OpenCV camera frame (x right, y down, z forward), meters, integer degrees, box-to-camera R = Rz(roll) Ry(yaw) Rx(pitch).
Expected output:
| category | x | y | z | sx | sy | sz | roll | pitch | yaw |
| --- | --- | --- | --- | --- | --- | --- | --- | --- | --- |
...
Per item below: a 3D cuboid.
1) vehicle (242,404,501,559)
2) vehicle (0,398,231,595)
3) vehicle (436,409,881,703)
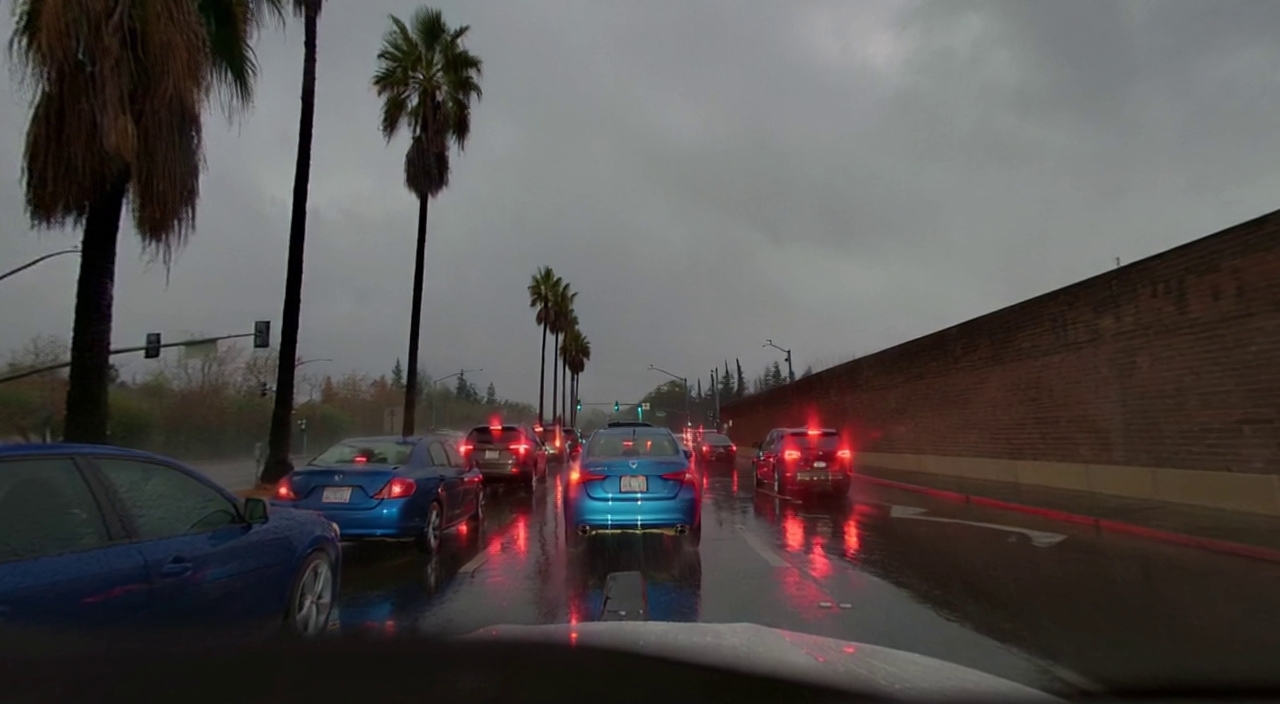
| category | x | y | z | sx | sy | sz | roll | pitch | yaw |
| --- | --- | --- | --- | --- | --- | --- | --- | --- | --- |
| vehicle | -3.511 | 1.777 | 9.274 | 2.055 | 1.746 | 4.136 | 0 | -8 | -1 |
| vehicle | -6.670 | 1.406 | 6.392 | 1.963 | 1.721 | 4.662 | 0 | -8 | -2 |
| vehicle | 0.044 | 1.336 | 5.210 | 2.128 | 1.473 | 4.272 | 0 | -8 | -1 |
